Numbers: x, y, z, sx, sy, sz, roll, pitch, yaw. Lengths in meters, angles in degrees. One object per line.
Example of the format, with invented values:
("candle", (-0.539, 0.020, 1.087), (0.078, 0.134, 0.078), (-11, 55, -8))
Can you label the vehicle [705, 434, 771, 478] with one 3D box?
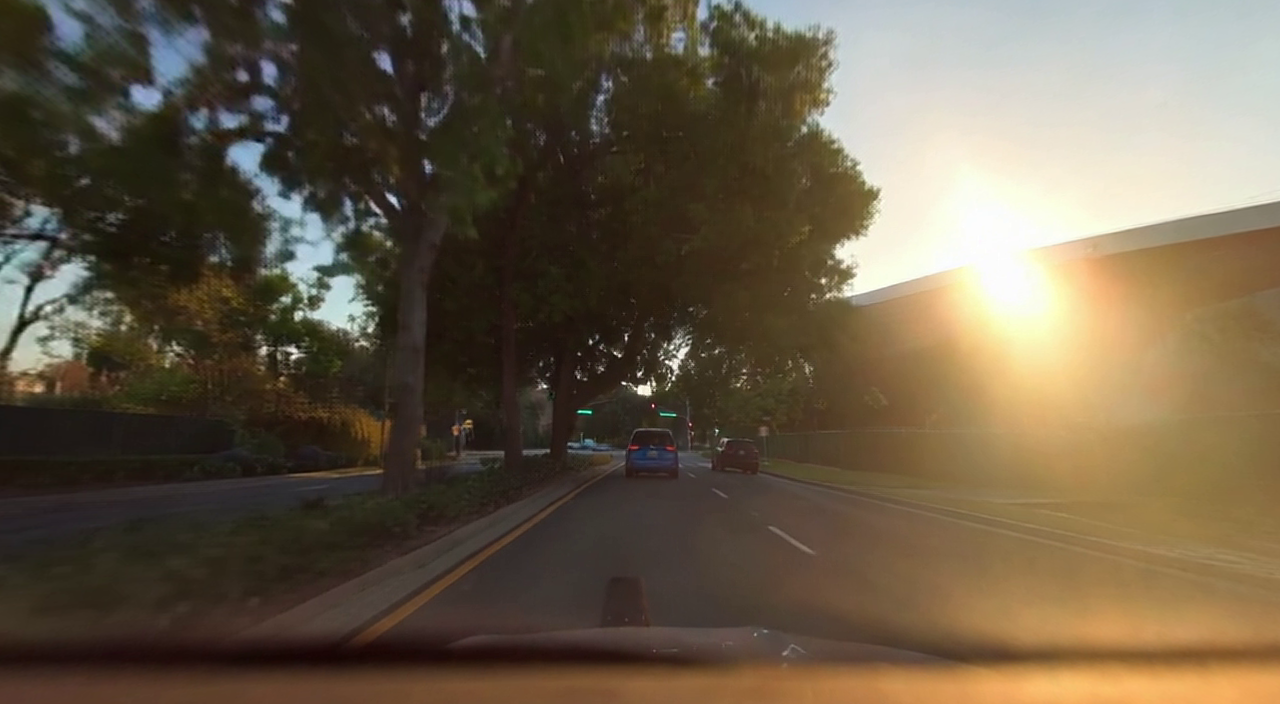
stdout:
("vehicle", (4.175, 4.531, 27.688), (2.138, 1.699, 4.852), (0, -8, 0))

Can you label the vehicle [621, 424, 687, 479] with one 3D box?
("vehicle", (0.557, 3.893, 24.827), (2.386, 1.947, 4.168), (-1, -8, 2))
